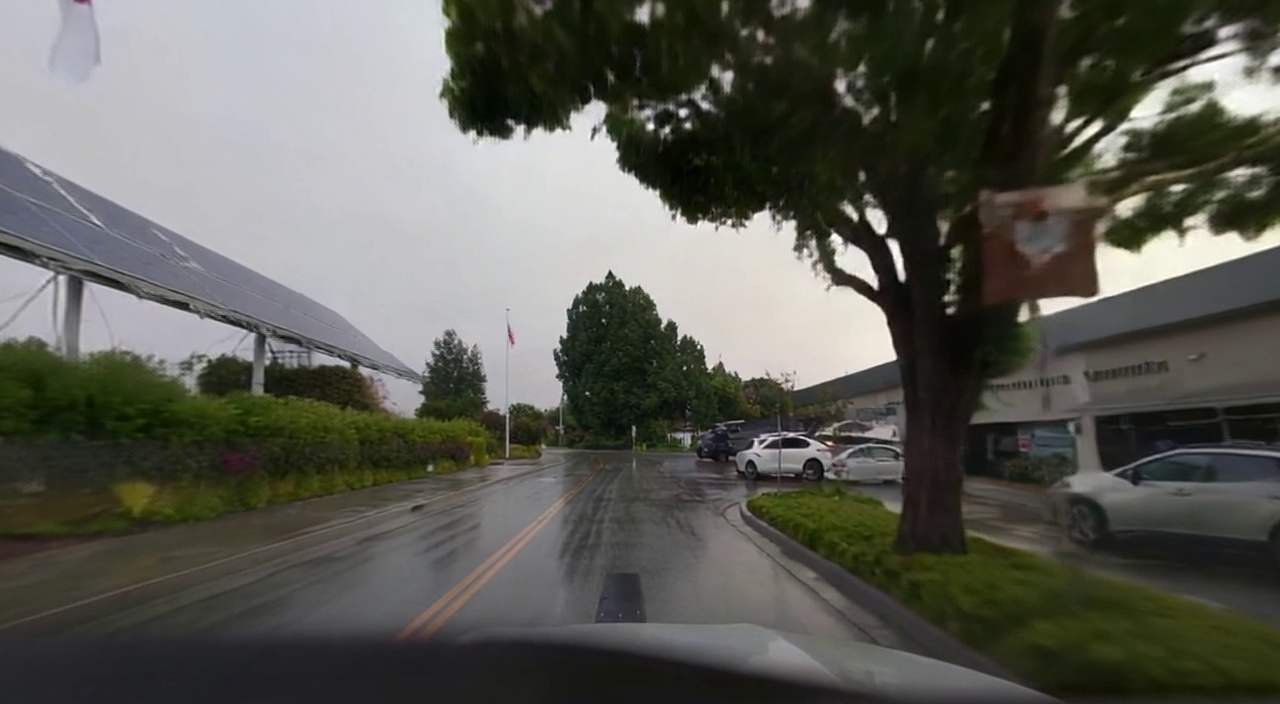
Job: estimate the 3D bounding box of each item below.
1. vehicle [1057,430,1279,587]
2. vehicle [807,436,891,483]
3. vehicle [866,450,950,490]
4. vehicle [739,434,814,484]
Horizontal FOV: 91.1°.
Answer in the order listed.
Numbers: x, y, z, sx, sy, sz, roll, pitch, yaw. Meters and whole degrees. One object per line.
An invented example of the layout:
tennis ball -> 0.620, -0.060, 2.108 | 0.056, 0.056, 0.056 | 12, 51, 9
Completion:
vehicle -> 8.889, 2.135, 9.031 | 2.113, 1.945, 4.546 | 1, -9, -10
vehicle -> 8.354, 4.346, 25.632 | 1.924, 1.713, 4.627 | -1, -9, 2
vehicle -> 10.871, 4.793, 25.802 | 1.819, 1.494, 3.834 | -1, -9, 1
vehicle -> 5.577, 4.432, 26.223 | 1.977, 1.860, 4.237 | 0, -9, -3
